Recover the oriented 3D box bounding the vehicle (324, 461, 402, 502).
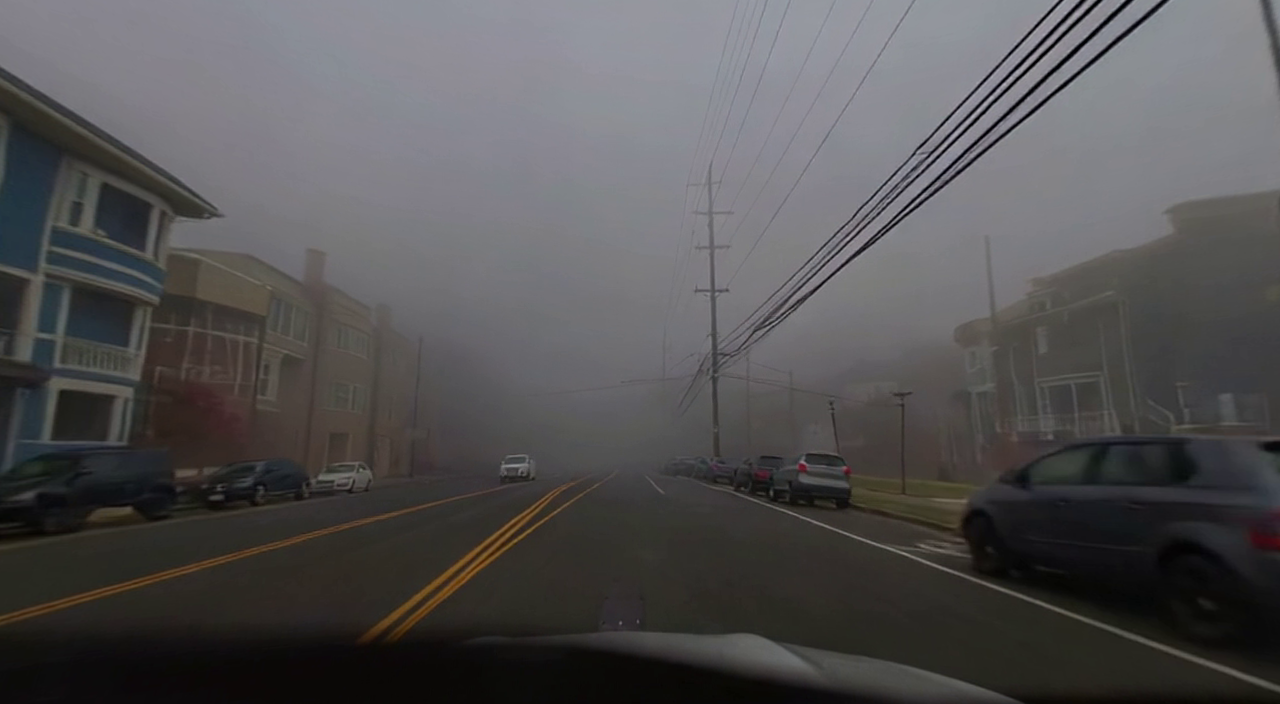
[{"bbox_3d":[-11.923,5.564,27.436,1.936,1.516,3.647,0,-9,-4],"label":"vehicle"}]

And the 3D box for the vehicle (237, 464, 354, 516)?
[{"bbox_3d":[-11.568,4.614,21.622,1.742,1.415,4.566,0,-9,-4],"label":"vehicle"}]

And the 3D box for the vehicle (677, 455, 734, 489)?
[{"bbox_3d":[3.018,5.652,30.104,1.917,1.434,4.733,0,-9,-4],"label":"vehicle"}]

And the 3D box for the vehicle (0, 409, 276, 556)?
[{"bbox_3d":[-11.130,2.766,14.189,2.687,2.491,5.936,-2,-8,-4],"label":"vehicle"}]

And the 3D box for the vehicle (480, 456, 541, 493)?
[{"bbox_3d":[-5.976,5.673,29.594,2.205,1.480,4.366,-1,-9,-4],"label":"vehicle"}]

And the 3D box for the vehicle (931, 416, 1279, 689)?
[{"bbox_3d":[4.499,1.287,4.687,2.059,1.502,4.824,0,-9,-5],"label":"vehicle"}]

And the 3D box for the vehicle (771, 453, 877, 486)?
[{"bbox_3d":[8.925,5.653,30.674,4.658,1.465,2.025,-4,-9,24],"label":"vehicle"}]
